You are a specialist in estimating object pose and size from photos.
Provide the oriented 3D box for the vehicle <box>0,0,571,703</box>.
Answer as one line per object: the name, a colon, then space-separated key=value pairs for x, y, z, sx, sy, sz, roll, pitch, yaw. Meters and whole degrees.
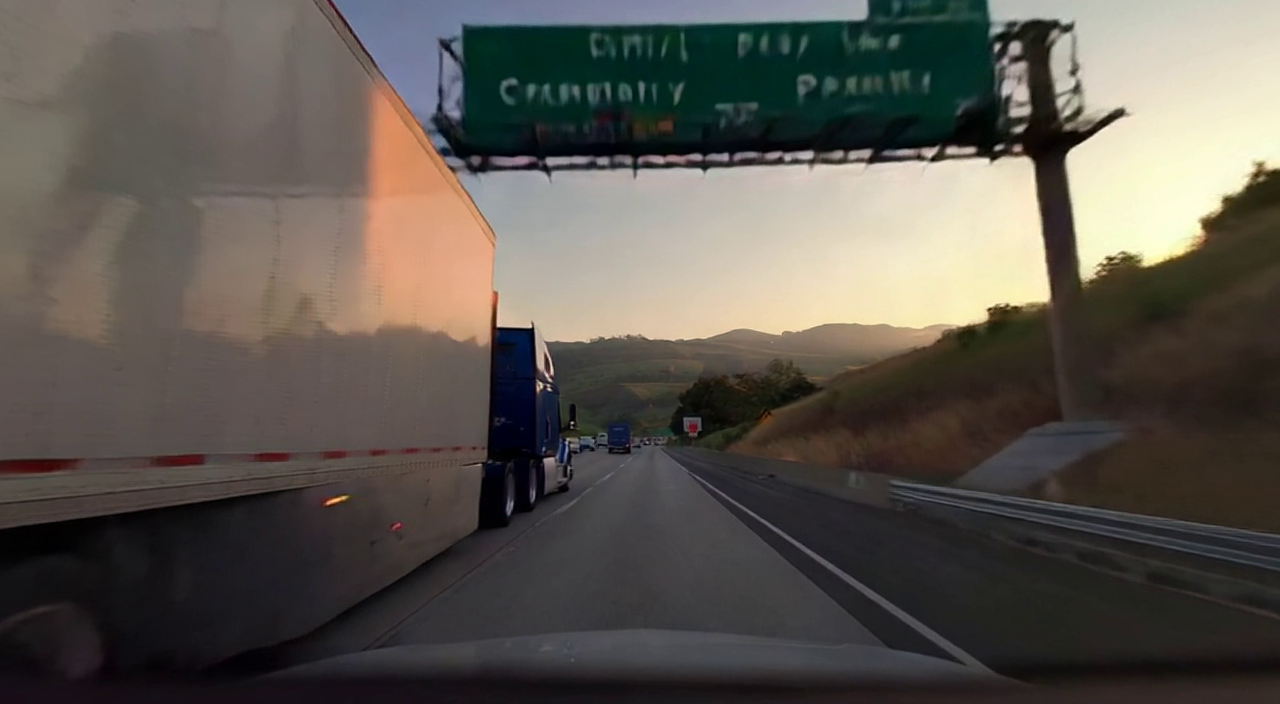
vehicle: x=-3.253 y=0.163 z=6.427 sx=3.202 sy=4.352 sz=16.251 roll=0 pitch=-8 yaw=0
